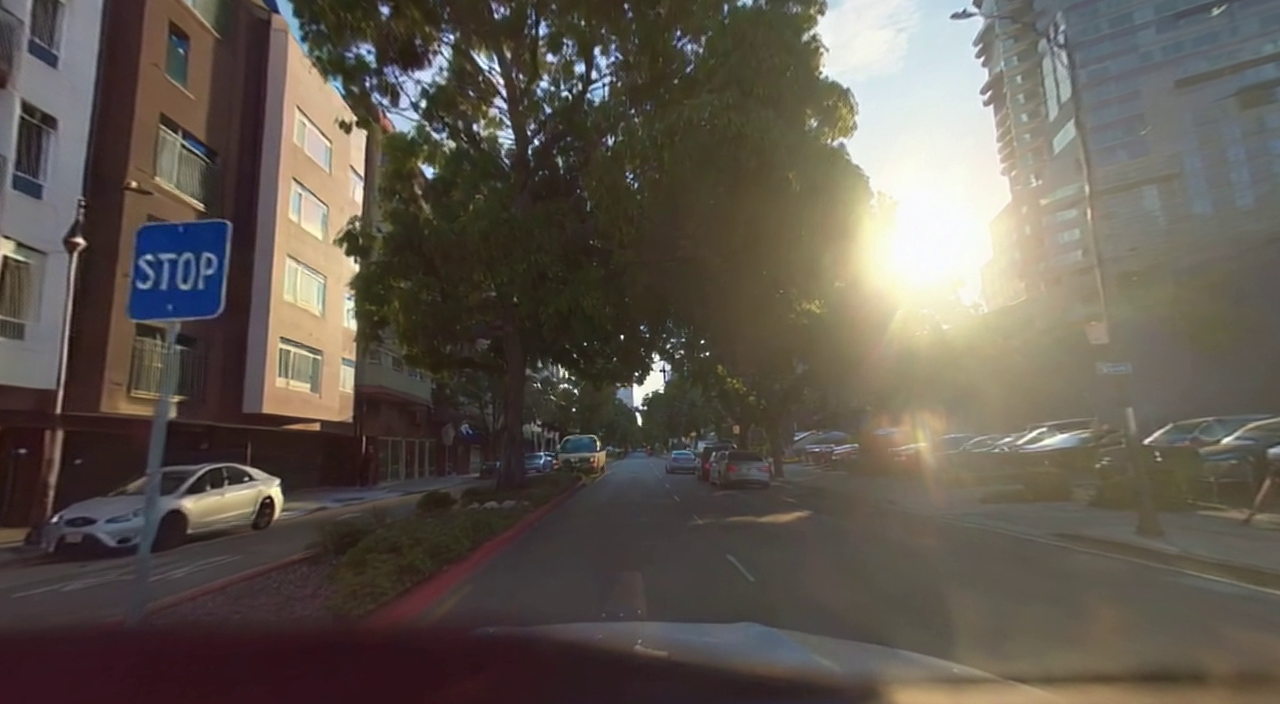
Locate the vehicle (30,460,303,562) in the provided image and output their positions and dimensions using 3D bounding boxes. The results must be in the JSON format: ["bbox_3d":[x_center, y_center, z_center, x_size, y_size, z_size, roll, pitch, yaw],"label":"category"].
[{"bbox_3d":[-8.739,2.923,12.319,2.007,1.503,4.343,0,-9,-1],"label":"vehicle"}]

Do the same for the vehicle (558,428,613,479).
[{"bbox_3d":[-2.980,5.751,36.058,2.317,2.596,6.053,0,-8,2],"label":"vehicle"}]

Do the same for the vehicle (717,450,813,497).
[{"bbox_3d":[4.600,4.279,22.744,1.858,1.491,4.329,-5,-10,33],"label":"vehicle"}]

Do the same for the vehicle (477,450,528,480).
[{"bbox_3d":[-8.881,7.313,41.213,2.256,1.802,4.333,0,-8,2],"label":"vehicle"}]
